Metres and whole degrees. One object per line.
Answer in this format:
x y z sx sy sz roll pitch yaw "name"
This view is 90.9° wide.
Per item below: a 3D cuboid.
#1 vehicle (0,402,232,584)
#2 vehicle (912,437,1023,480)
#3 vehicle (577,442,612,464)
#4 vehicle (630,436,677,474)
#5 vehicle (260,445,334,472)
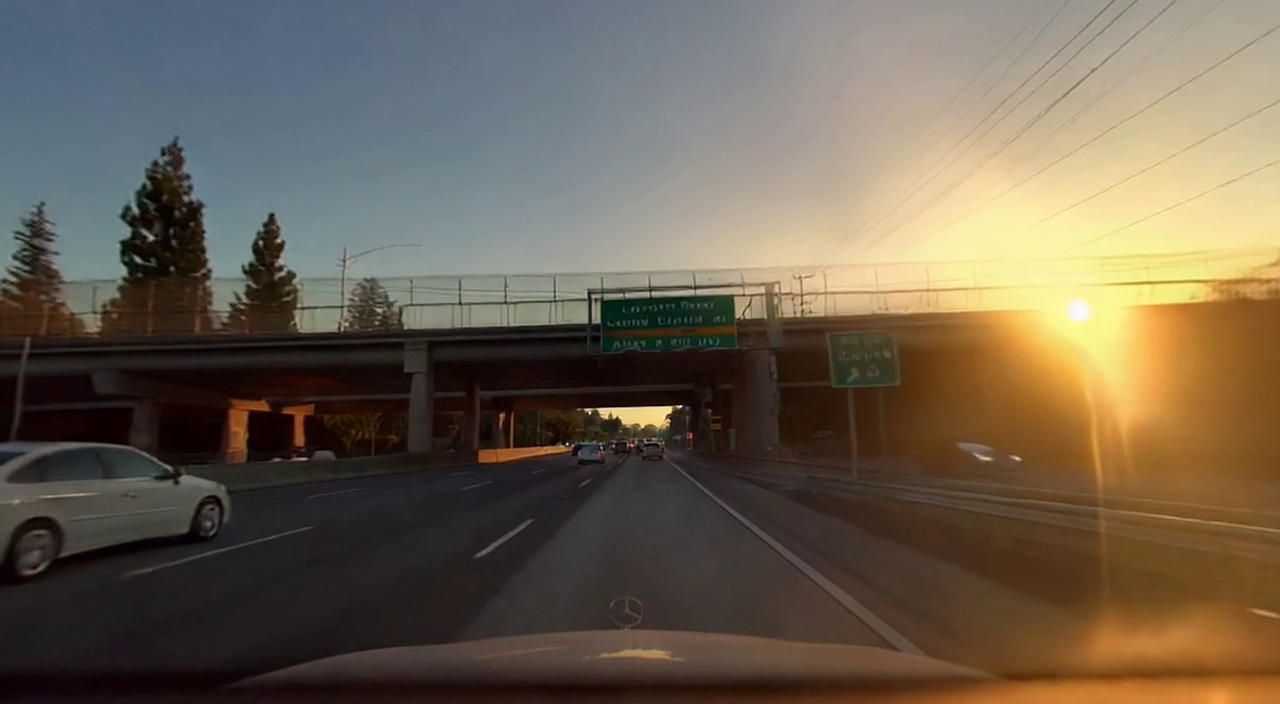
-7.314 1.531 7.223 2.090 1.765 4.612 0 -8 1 "vehicle"
13.790 4.484 26.891 2.009 1.675 4.196 1 -8 -8 "vehicle"
-3.182 7.145 44.701 2.056 1.464 4.564 0 -8 1 "vehicle"
0.606 5.019 31.007 2.152 1.697 4.066 0 -8 0 "vehicle"
-20.711 6.423 38.279 1.896 1.547 4.498 0 -8 1 "vehicle"
